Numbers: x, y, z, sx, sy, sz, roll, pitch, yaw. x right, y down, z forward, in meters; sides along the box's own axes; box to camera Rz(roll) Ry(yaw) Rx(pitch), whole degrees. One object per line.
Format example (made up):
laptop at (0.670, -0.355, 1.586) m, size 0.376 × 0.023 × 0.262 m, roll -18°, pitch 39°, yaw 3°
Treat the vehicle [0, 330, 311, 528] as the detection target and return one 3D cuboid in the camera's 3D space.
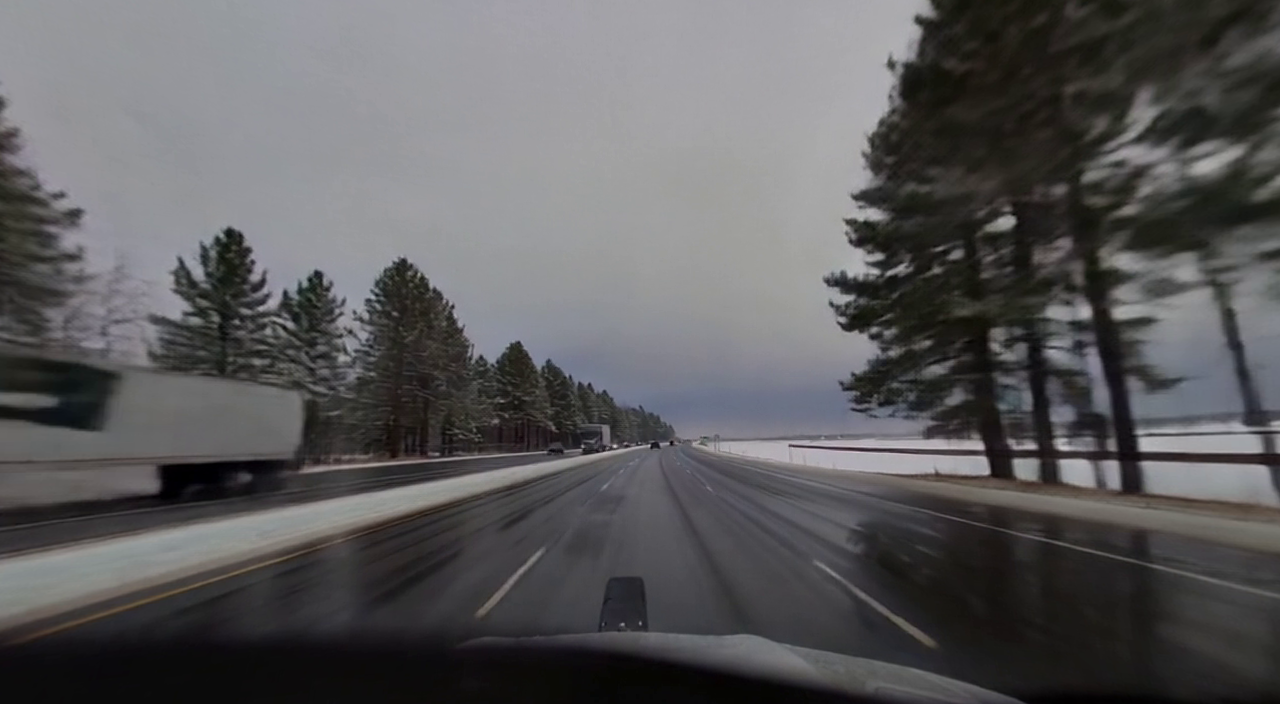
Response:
vehicle at (-13.431, 1.829, 14.368) m, size 2.905 × 3.684 × 16.268 m, roll 0°, pitch -8°, yaw 1°
